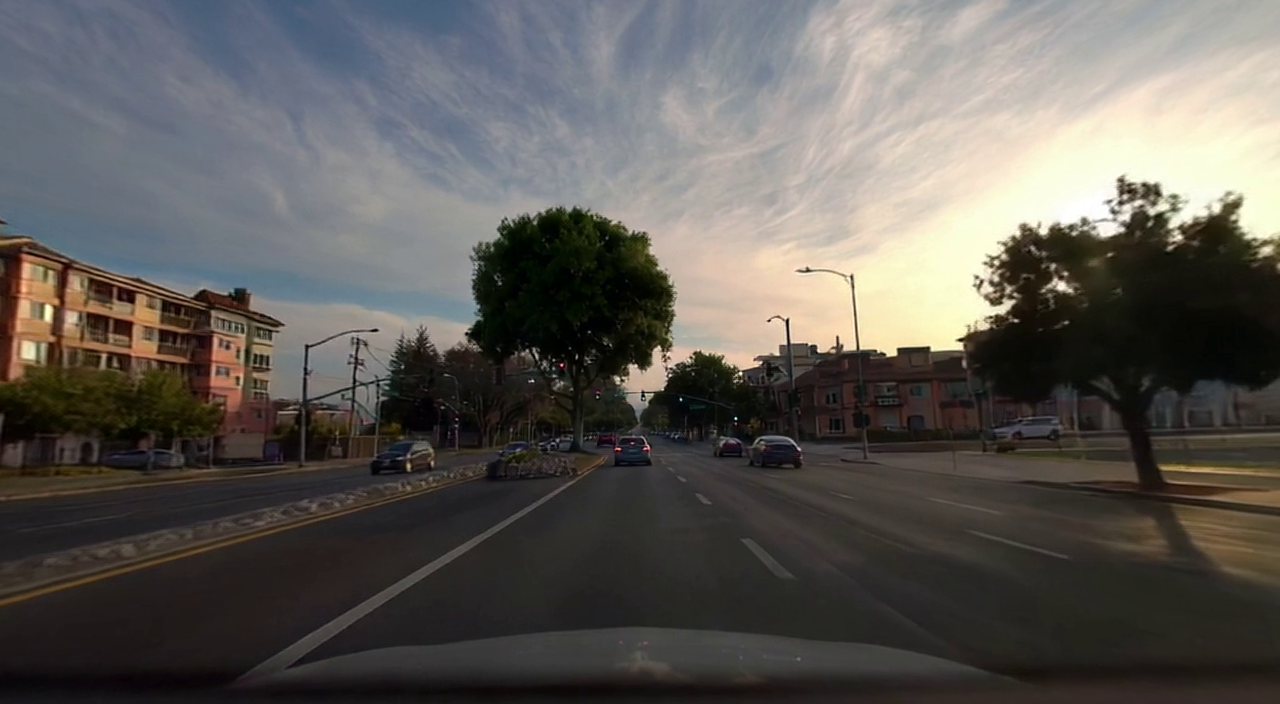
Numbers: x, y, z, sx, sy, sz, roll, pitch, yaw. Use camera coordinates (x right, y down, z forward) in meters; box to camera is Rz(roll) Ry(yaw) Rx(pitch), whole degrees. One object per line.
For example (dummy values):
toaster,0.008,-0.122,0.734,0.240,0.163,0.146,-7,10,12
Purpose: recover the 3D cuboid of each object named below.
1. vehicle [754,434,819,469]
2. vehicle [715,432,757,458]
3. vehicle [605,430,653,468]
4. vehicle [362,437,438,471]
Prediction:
vehicle,6.296,4.353,27.674,1.768,1.417,4.213,0,-9,-1
vehicle,6.273,6.152,41.719,1.963,1.611,4.359,0,-9,-1
vehicle,-0.479,4.431,28.915,2.032,1.593,3.896,0,-9,0
vehicle,-12.848,5.478,34.123,1.858,1.686,4.330,-2,-9,10
